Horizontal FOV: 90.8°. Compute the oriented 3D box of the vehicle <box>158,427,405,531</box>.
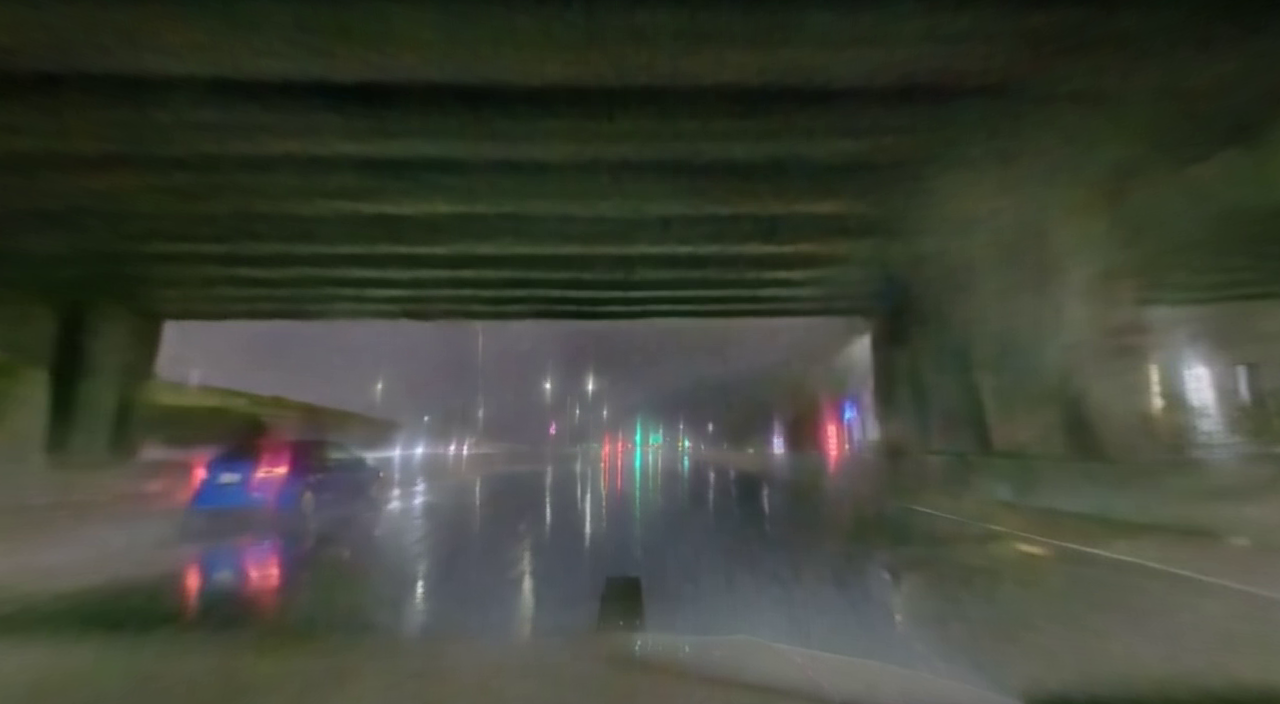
[{"bbox_3d":[-6.153,2.212,11.608,1.990,1.529,4.288,0,-8,0],"label":"vehicle"}]
